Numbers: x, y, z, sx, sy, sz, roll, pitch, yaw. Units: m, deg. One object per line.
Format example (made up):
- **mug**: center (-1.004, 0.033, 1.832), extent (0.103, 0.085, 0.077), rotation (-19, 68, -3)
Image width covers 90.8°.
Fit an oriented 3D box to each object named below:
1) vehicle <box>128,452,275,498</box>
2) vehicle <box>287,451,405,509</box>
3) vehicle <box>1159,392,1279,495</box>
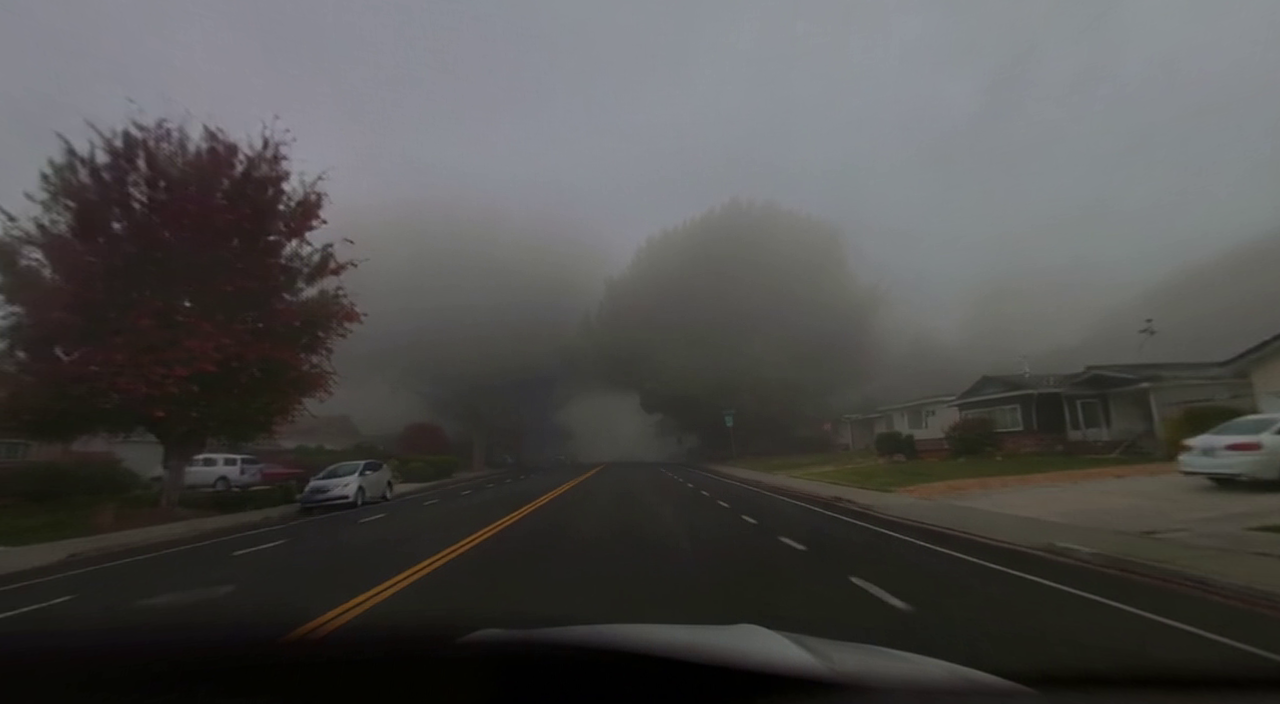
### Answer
- **vehicle**: center (-19.599, 5.486, 28.449), extent (4.802, 1.868, 2.395), rotation (-1, -9, -2)
- **vehicle**: center (-9.733, 4.224, 21.353), extent (1.931, 1.465, 4.683), rotation (-5, -8, -3)
- **vehicle**: center (13.948, 1.867, 13.037), extent (4.441, 1.932, 2.243), rotation (0, -8, -1)
